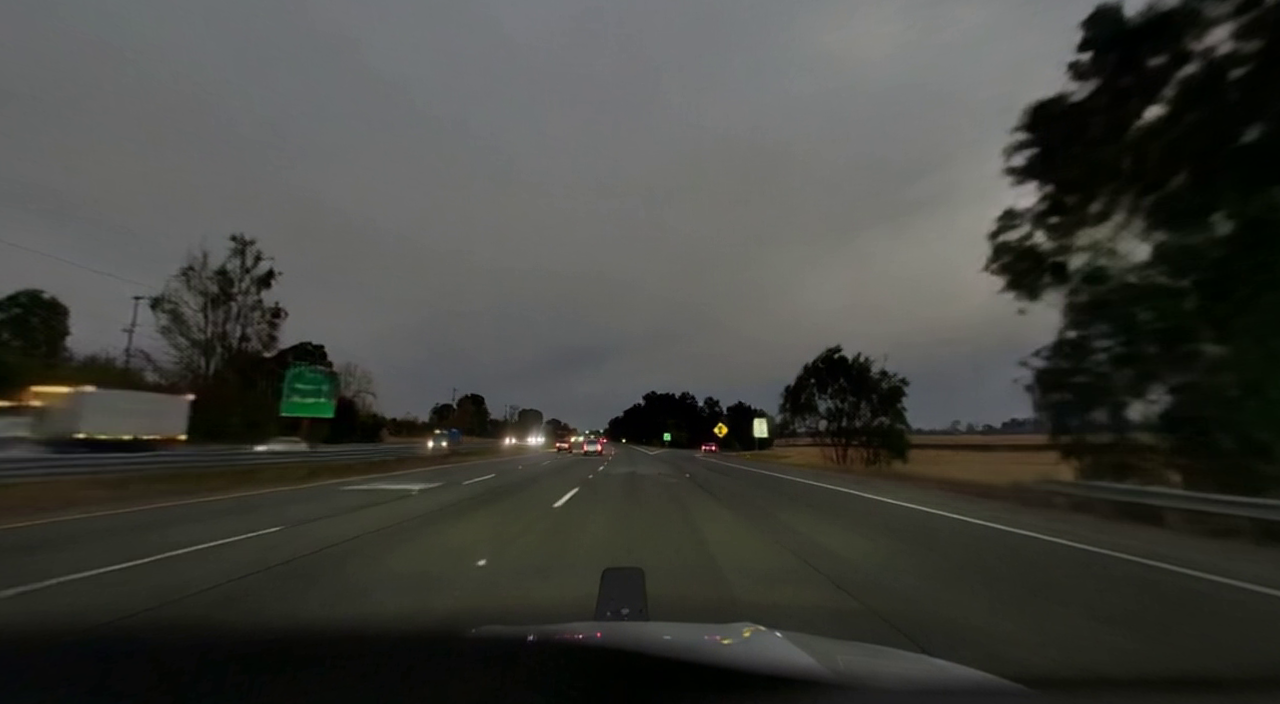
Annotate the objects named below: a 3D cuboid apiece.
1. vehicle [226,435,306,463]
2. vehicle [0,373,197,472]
[{"bbox_3d":[-20.929,5.438,35.337,1.853,1.492,4.330,0,-8,0],"label":"vehicle"},{"bbox_3d":[-24.758,3.282,28.048,2.936,3.664,9.492,0,-8,-1],"label":"vehicle"}]
